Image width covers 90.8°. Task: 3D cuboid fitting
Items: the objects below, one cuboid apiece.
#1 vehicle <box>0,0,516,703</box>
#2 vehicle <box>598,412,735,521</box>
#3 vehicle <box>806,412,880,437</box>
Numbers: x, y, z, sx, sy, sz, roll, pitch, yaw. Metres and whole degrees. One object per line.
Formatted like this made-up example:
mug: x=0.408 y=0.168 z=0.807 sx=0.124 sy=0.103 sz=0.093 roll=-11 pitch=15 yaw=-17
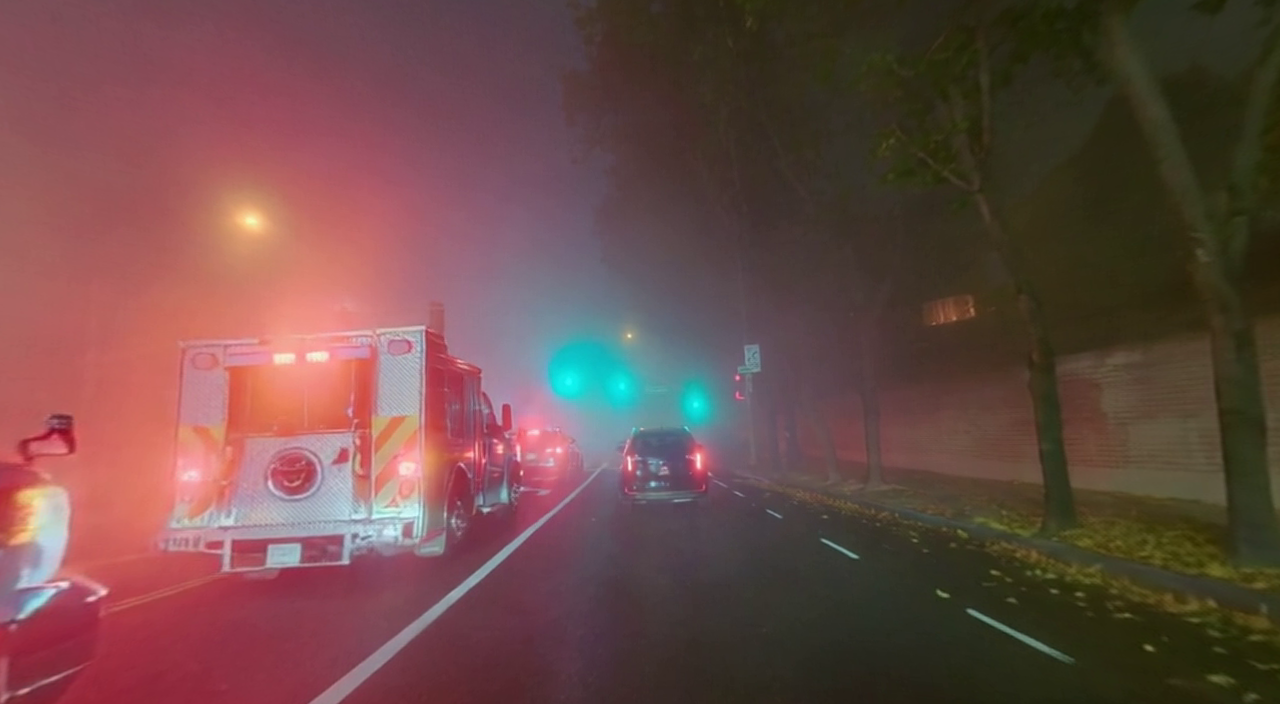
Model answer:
vehicle: x=-3.632 y=0.108 z=3.291 sx=3.631 sy=3.655 sz=12.773 roll=0 pitch=-8 yaw=-1
vehicle: x=0.298 y=2.313 z=13.286 sx=2.332 sy=1.831 sz=4.930 roll=0 pitch=-8 yaw=-4
vehicle: x=14.547 y=5.230 z=45.326 sx=4.528 sy=1.704 sz=2.073 roll=2 pitch=-9 yaw=-13
